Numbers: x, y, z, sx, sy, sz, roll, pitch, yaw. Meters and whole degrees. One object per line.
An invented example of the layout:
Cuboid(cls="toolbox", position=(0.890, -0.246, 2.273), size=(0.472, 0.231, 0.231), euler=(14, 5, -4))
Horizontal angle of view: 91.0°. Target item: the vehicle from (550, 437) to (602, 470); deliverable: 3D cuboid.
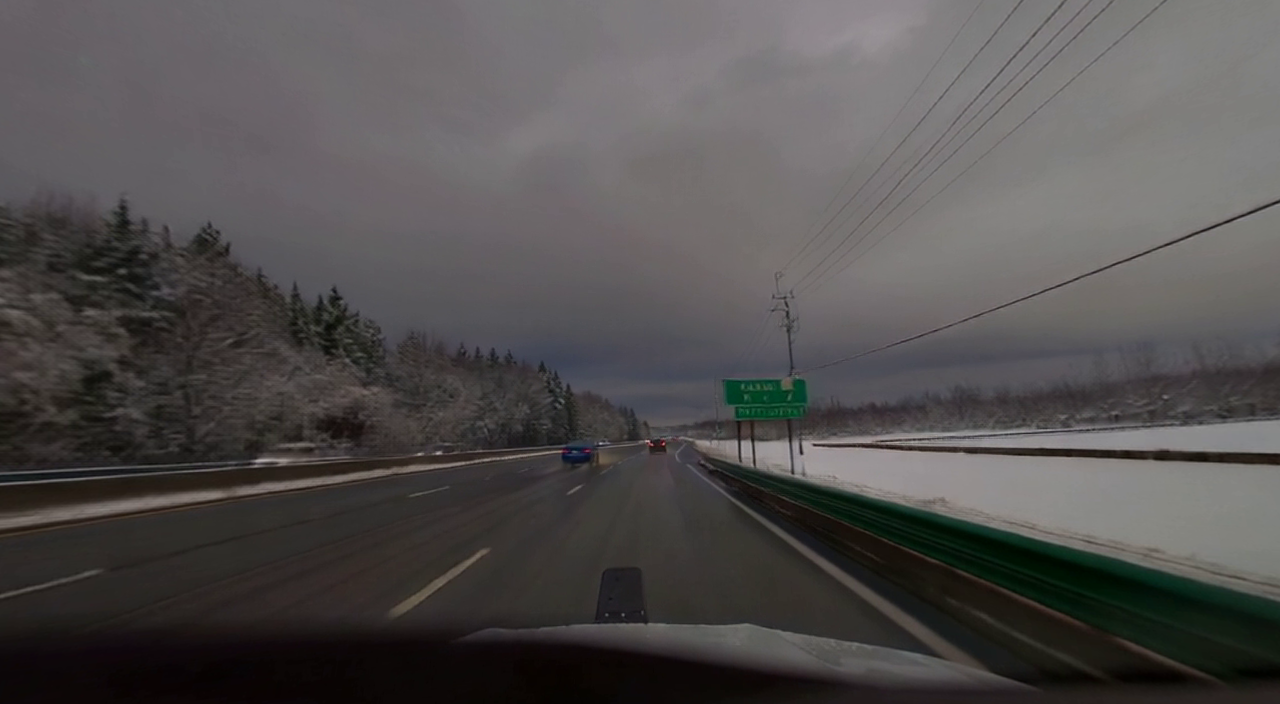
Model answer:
Cuboid(cls="vehicle", position=(-3.156, 5.099, 31.761), size=(2.021, 1.515, 4.453), euler=(0, -8, 2))

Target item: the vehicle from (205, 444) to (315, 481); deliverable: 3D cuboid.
Cuboid(cls="vehicle", position=(-16.258, 4.709, 27.267), size=(1.887, 1.449, 4.447), euler=(0, -8, 2))

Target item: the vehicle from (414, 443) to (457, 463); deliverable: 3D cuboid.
Cuboid(cls="vehicle", position=(-15.613, 7.698, 48.210), size=(1.986, 1.424, 3.739), euler=(0, -8, 2))
